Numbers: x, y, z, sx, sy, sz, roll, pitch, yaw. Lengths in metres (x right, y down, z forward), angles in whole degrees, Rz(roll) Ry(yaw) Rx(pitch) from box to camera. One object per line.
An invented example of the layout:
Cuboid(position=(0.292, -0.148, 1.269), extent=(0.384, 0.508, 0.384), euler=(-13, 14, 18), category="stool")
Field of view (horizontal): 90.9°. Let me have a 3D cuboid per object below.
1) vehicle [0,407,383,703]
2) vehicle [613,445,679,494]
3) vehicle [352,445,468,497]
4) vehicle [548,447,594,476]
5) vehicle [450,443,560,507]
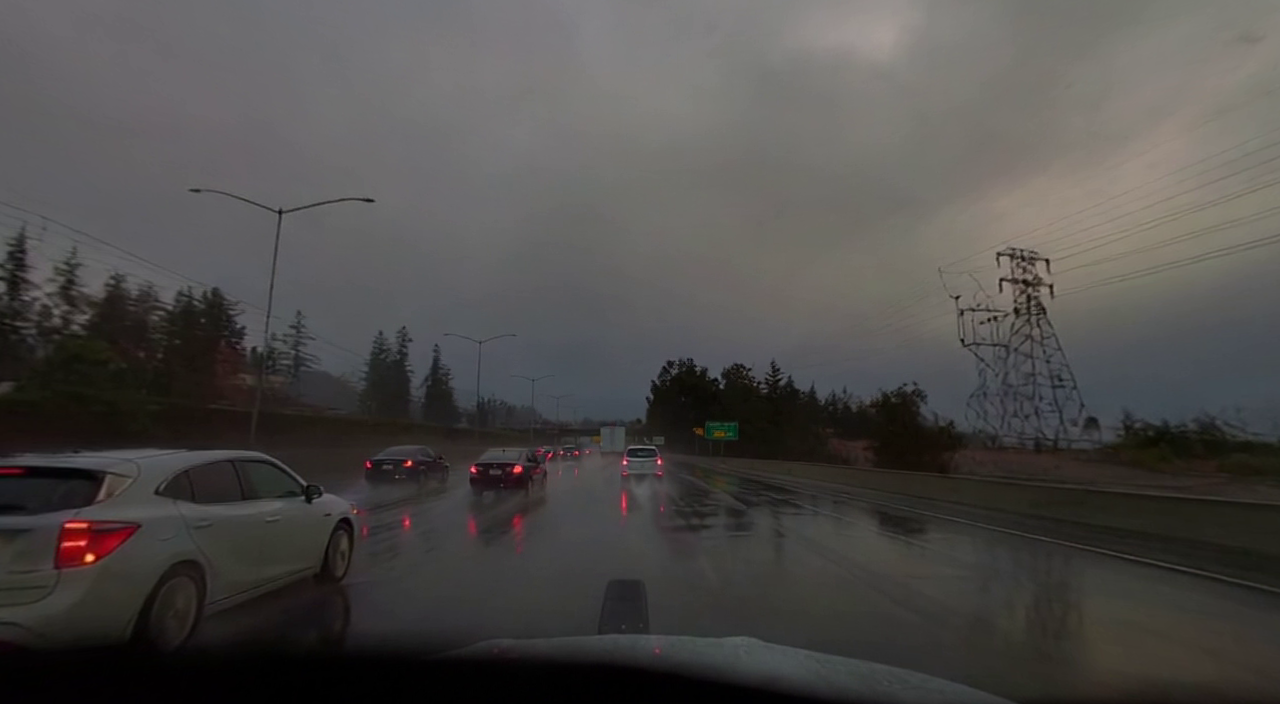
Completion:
Cuboid(position=(-3.684, 1.255, 4.419), extent=(1.883, 1.500, 4.373), euler=(0, -9, 0), category="vehicle")
Cuboid(position=(0.179, 3.933, 21.478), extent=(2.018, 1.470, 4.491), euler=(0, -9, 0), category="vehicle")
Cuboid(position=(-7.116, 3.719, 20.096), extent=(1.867, 1.445, 4.499), euler=(0, -9, 2), category="vehicle")
Cuboid(position=(-3.608, 5.789, 33.528), extent=(2.013, 1.437, 3.801), euler=(0, -9, 0), category="vehicle")
Cuboid(position=(-3.358, 3.137, 16.559), extent=(1.912, 1.464, 4.115), euler=(0, -9, 1), category="vehicle")
